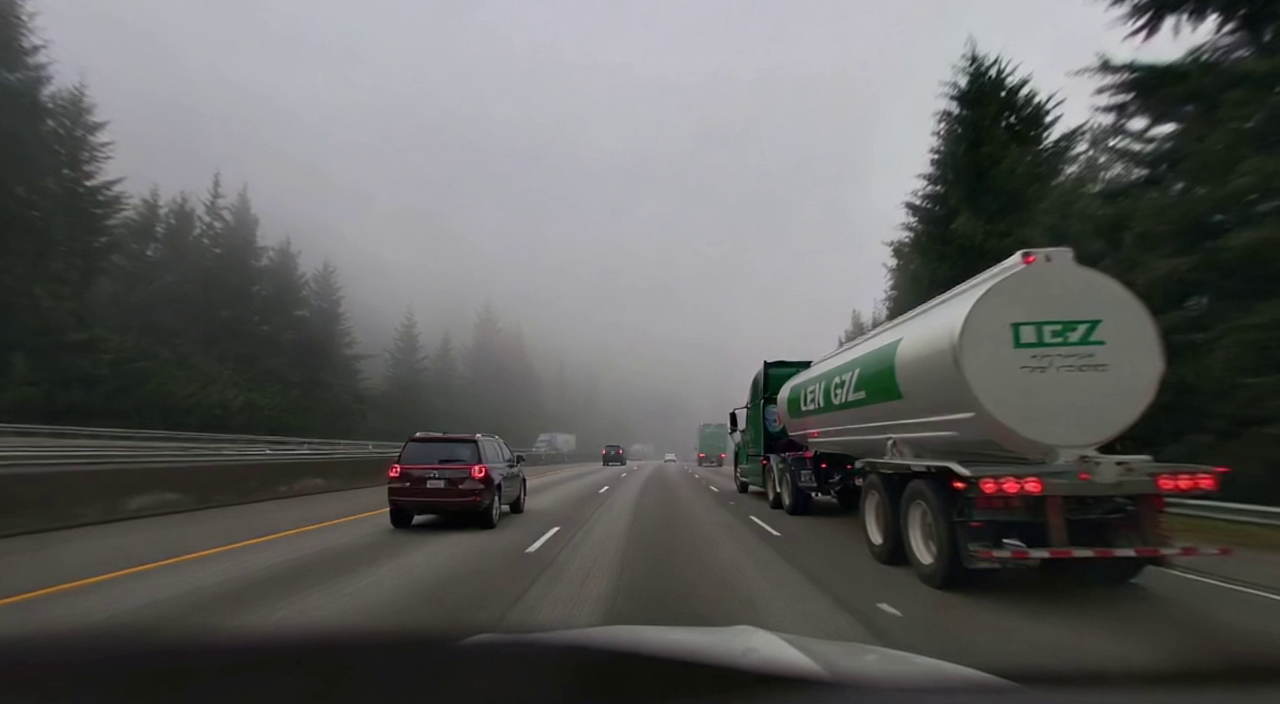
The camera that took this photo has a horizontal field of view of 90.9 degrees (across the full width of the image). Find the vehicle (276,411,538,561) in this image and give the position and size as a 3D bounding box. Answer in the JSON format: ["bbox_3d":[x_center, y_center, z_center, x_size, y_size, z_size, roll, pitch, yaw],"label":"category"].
[{"bbox_3d":[-3.074,1.903,9.585,2.205,1.728,4.397,0,-9,1],"label":"vehicle"}]

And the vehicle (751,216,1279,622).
[{"bbox_3d":[4.387,1.389,11.182,2.732,3.585,11.338,0,-9,0],"label":"vehicle"}]

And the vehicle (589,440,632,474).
[{"bbox_3d":[-1.796,6.732,40.585,2.201,2.038,5.065,-1,-9,4],"label":"vehicle"}]
